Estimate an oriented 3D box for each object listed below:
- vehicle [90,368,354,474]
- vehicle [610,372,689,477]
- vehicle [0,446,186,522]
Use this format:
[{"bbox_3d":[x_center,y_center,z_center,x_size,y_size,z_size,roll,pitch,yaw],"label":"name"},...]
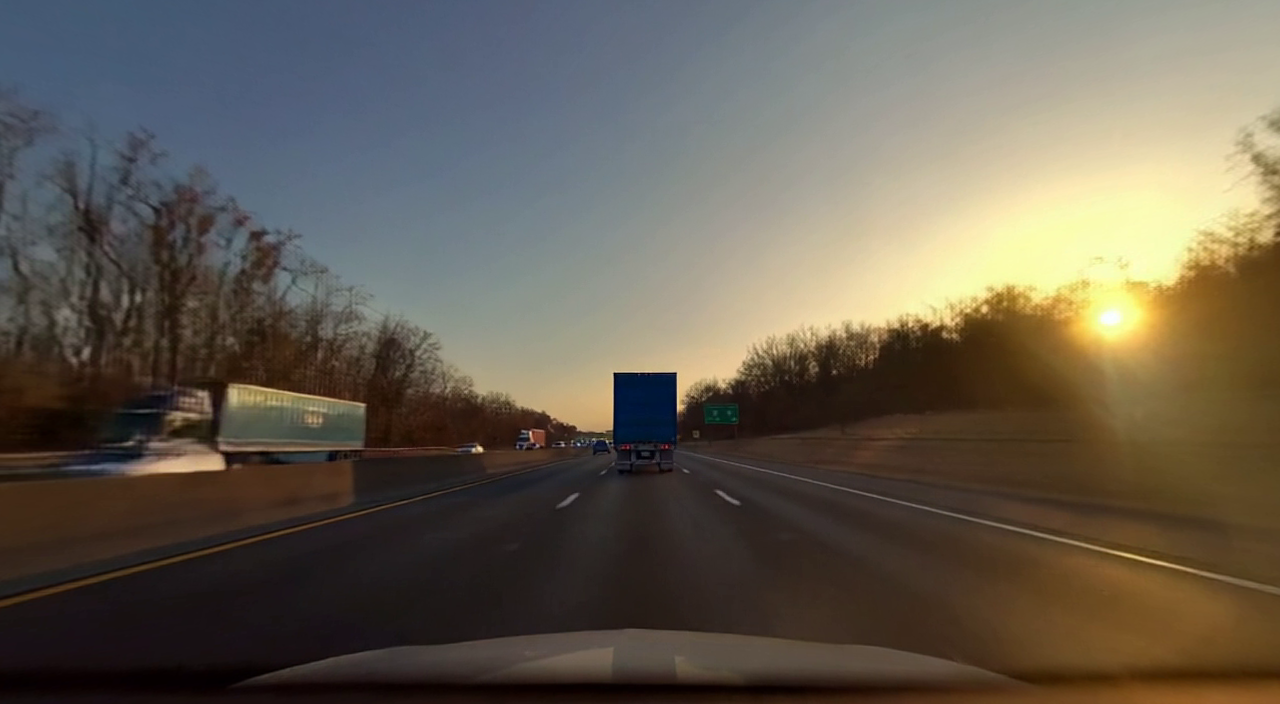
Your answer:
[{"bbox_3d":[-21.049,4.074,34.294,2.994,4.401,16.665,0,-9,0],"label":"vehicle"},{"bbox_3d":[0.363,3.535,29.333,3.010,4.039,10.481,0,-8,0],"label":"vehicle"},{"bbox_3d":[-12.671,2.879,14.243,1.811,1.445,3.854,0,-8,0],"label":"vehicle"}]
